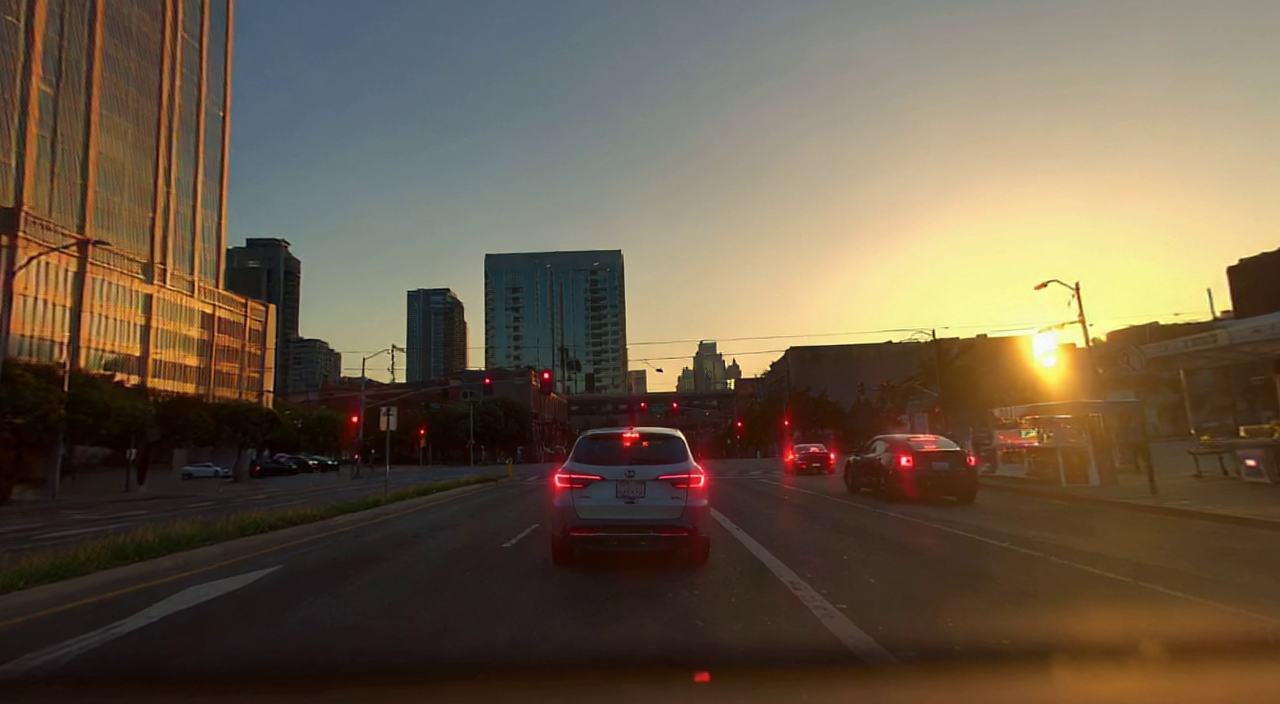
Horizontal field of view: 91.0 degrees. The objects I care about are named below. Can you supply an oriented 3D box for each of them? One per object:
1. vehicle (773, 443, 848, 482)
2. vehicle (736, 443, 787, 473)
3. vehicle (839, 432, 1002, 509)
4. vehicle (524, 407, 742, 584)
[{"bbox_3d":[6.874,4.467,25.814,1.833,1.452,4.237,0,-9,0],"label":"vehicle"},{"bbox_3d":[6.364,5.575,33.413,1.961,1.477,4.454,0,-8,2],"label":"vehicle"},{"bbox_3d":[6.796,2.904,15.928,2.072,1.652,4.611,0,-8,1],"label":"vehicle"},{"bbox_3d":[-0.052,1.689,8.131,2.115,1.700,3.901,0,-8,1],"label":"vehicle"}]
